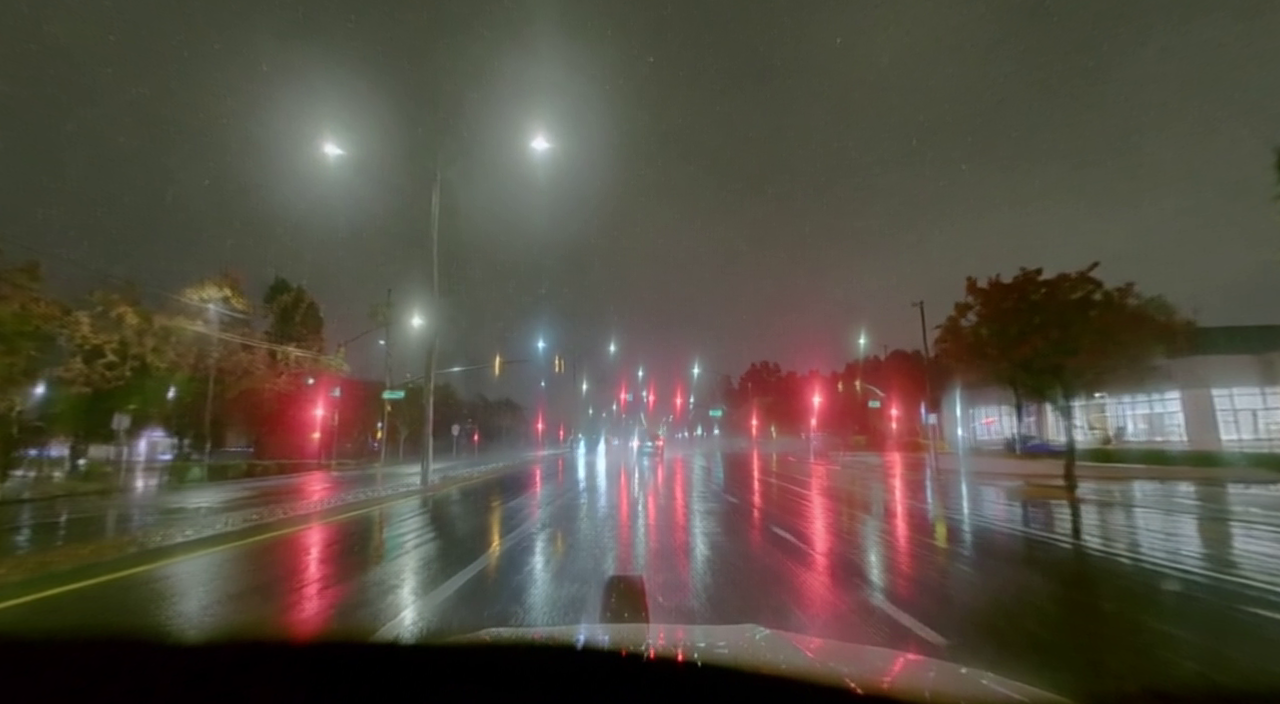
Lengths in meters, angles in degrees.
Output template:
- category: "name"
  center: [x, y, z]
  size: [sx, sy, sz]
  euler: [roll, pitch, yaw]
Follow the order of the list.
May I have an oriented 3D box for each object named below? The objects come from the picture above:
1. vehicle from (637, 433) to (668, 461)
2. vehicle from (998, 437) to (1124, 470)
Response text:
- category: "vehicle"
  center: [0.824, 6.362, 42.379]
  size: [1.994, 1.759, 4.186]
  euler: [0, -8, 1]
- category: "vehicle"
  center: [19.854, 4.799, 29.842]
  size: [4.479, 1.488, 2.038]
  euler: [0, -8, 0]
